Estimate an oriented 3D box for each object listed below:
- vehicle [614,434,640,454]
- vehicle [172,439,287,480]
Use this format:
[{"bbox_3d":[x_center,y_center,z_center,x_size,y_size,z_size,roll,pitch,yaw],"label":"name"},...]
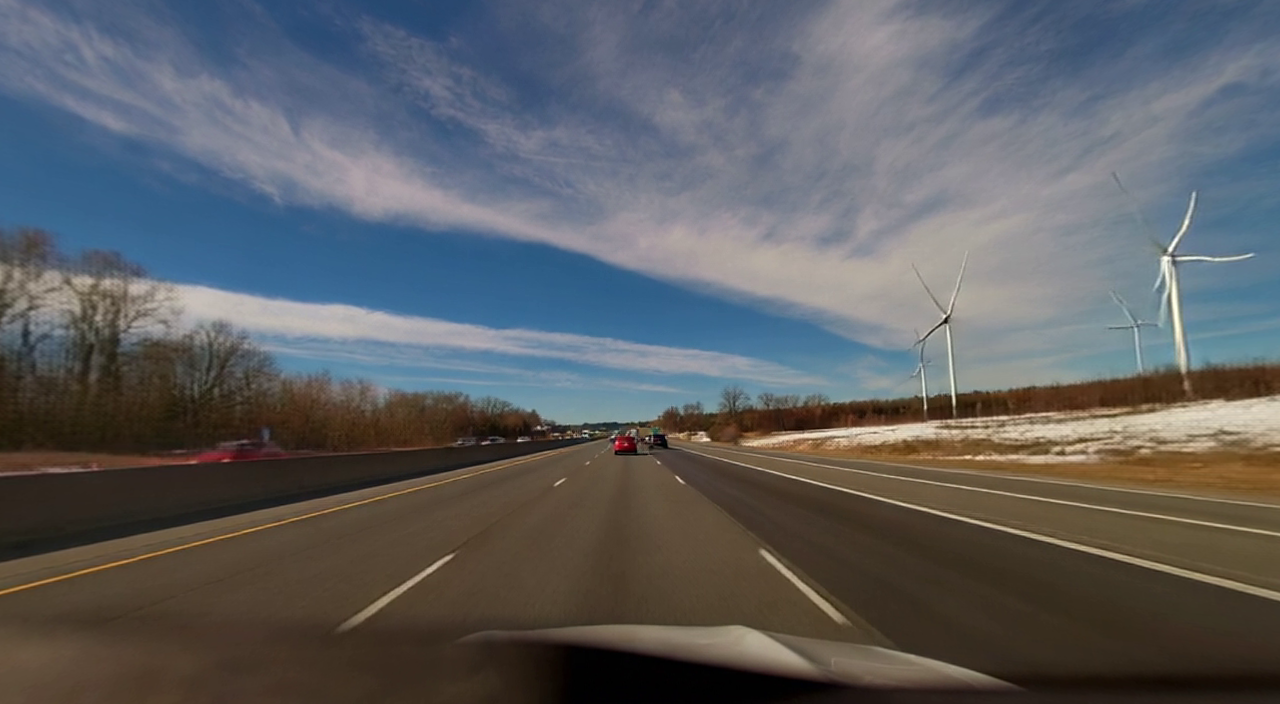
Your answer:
[{"bbox_3d":[-1.010,7.042,48.209,1.892,1.496,3.575,0,-8,-2],"label":"vehicle"},{"bbox_3d":[-16.897,4.394,26.191,1.889,1.538,4.327,0,-8,-1],"label":"vehicle"}]
